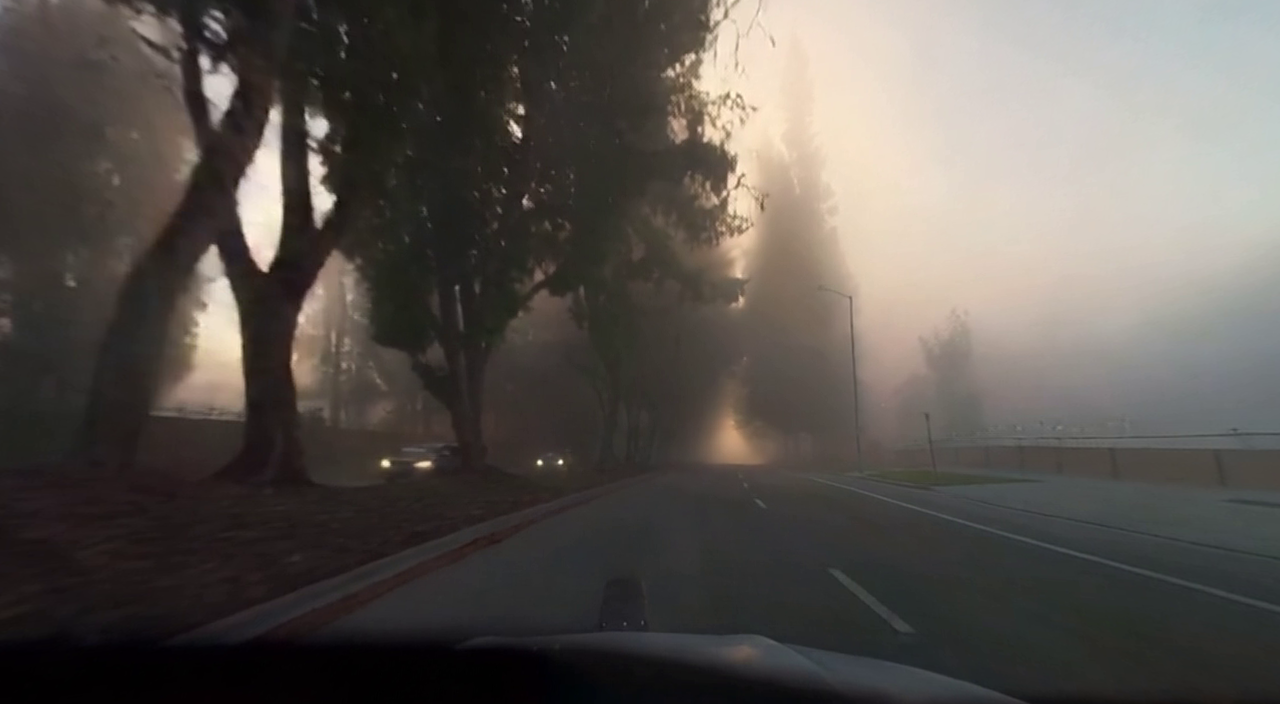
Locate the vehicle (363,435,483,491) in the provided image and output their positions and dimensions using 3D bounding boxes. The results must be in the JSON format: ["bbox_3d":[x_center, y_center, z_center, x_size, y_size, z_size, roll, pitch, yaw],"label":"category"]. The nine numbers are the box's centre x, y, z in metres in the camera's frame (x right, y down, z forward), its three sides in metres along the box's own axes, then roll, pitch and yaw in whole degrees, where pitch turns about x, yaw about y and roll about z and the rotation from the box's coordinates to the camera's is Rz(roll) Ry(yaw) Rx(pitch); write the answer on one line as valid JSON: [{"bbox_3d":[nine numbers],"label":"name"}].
[{"bbox_3d":[-7.755,4.017,23.208,2.276,1.805,4.984,-2,-9,5],"label":"vehicle"}]

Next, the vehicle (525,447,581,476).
[{"bbox_3d":[-5.435,6.911,40.000,2.261,1.655,4.613,-2,-9,9],"label":"vehicle"}]
